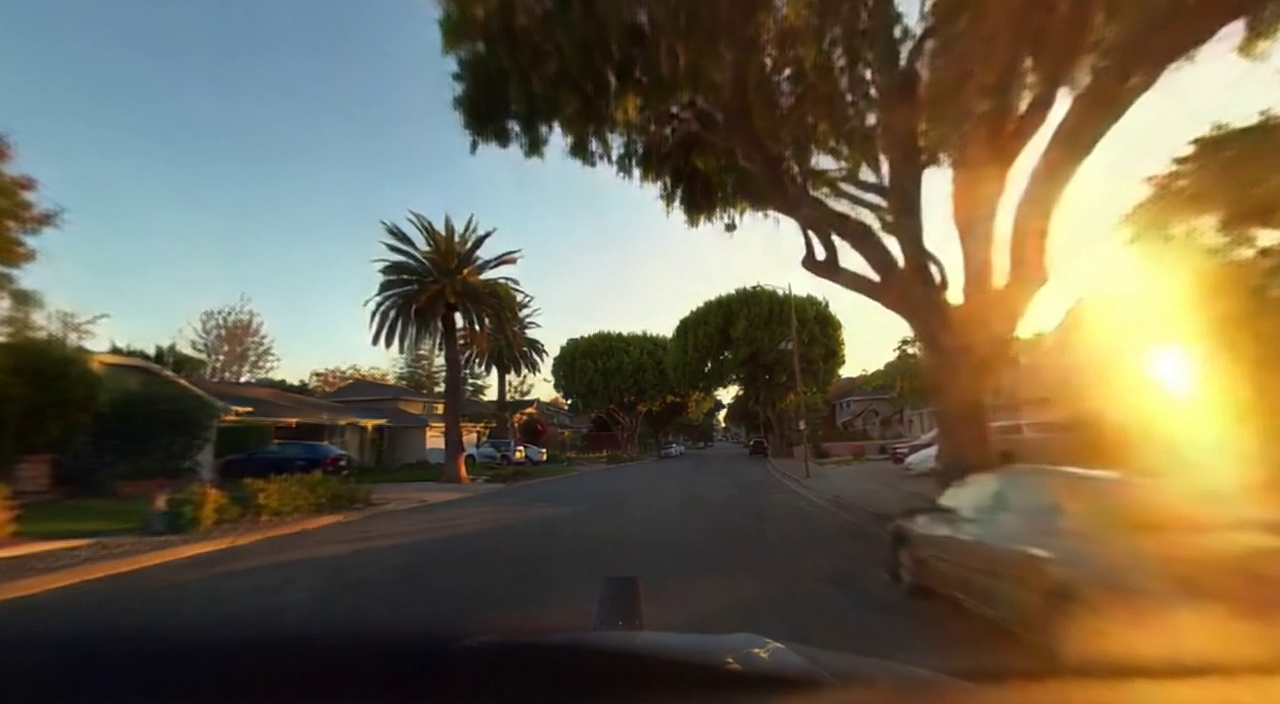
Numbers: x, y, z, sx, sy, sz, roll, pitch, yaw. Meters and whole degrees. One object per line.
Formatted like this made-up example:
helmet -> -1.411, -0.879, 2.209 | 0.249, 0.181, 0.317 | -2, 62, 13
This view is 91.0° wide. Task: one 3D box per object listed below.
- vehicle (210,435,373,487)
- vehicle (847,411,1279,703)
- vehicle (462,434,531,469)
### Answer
vehicle -> -12.580, 3.907, 22.821 | 5.015, 1.746, 1.968 | -2, -9, 13
vehicle -> 3.198, 1.294, 4.457 | 2.045, 1.519, 4.231 | 0, -8, 1
vehicle -> -9.401, 6.582, 41.515 | 3.918, 1.719, 1.988 | -4, -21, 5
